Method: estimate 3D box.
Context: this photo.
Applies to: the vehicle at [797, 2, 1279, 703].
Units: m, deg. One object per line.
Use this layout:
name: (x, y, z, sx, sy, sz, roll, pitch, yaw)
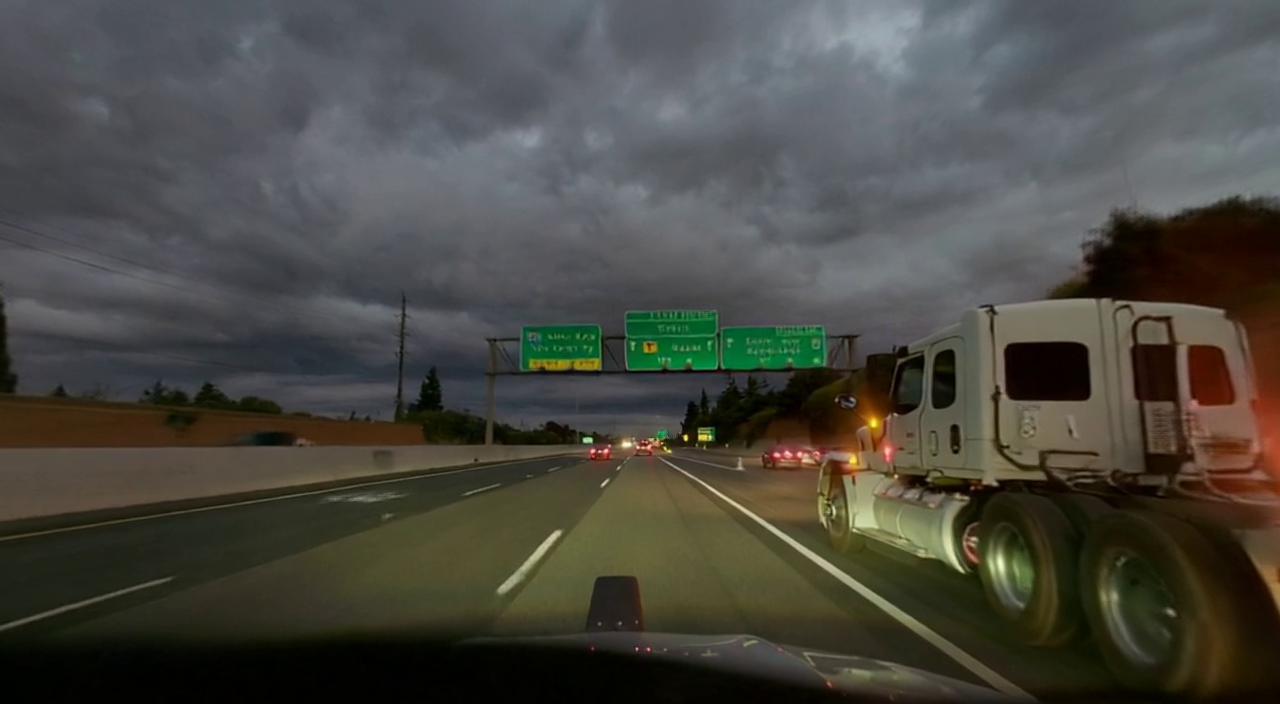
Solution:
vehicle: (4.074, 0.407, 7.104, 3.042, 4.037, 7.253, 0, -9, 3)
